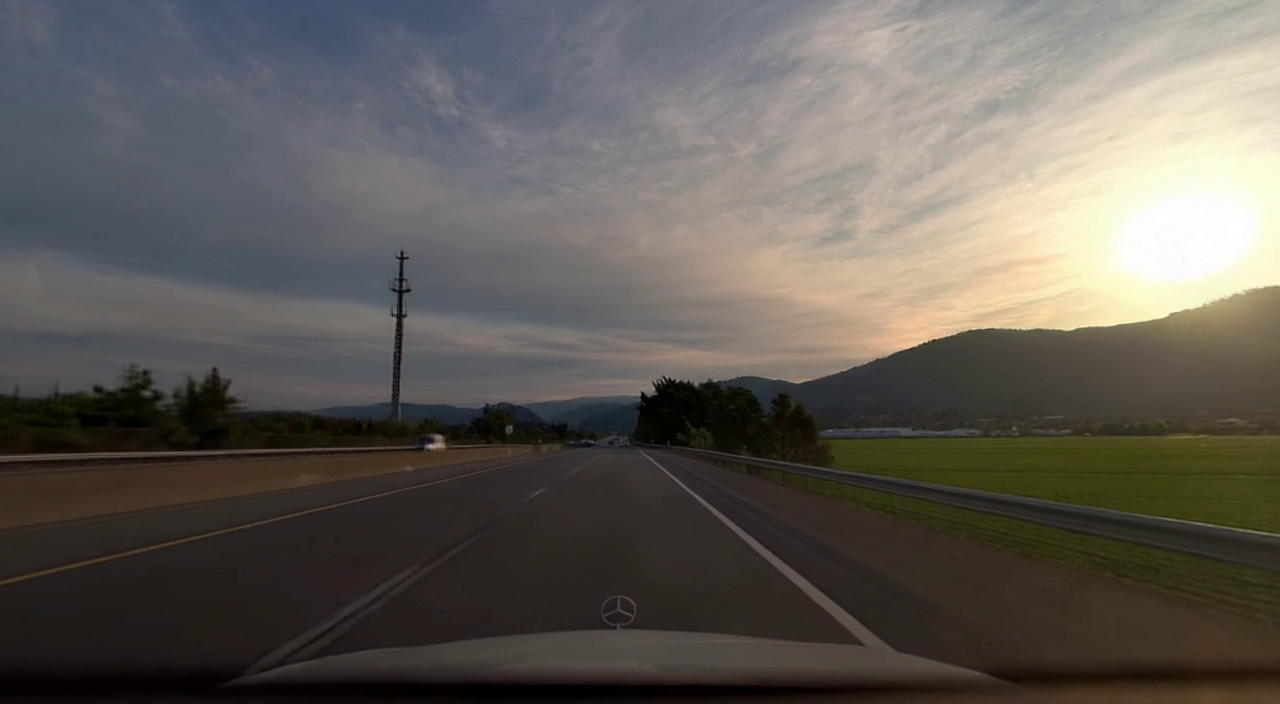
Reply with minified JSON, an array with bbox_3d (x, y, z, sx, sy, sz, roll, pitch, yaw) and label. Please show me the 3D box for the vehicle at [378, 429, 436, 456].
[{"bbox_3d":[-15.187,5.940,41.303,1.981,1.682,4.634,0,-8,0],"label":"vehicle"}]
